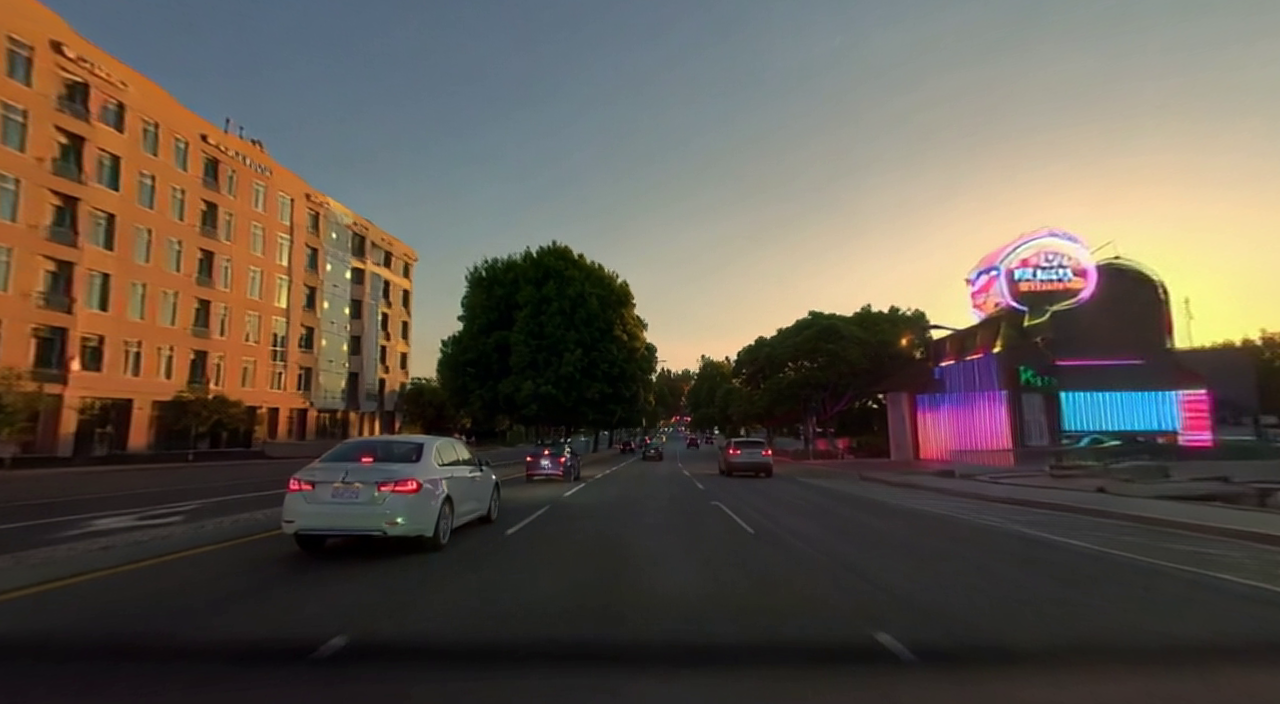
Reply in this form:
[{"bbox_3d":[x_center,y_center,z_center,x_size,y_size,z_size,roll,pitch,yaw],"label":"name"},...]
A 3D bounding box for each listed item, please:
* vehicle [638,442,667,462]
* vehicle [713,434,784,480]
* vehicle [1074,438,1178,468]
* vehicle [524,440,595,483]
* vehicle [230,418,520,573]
[{"bbox_3d":[1.009,7.835,49.677,2.164,1.477,3.988,0,-8,2],"label":"vehicle"},{"bbox_3d":[4.330,4.261,25.840,2.103,1.699,4.171,0,-8,0],"label":"vehicle"},{"bbox_3d":[29.729,6.194,38.680,4.667,1.674,1.767,-1,-9,11],"label":"vehicle"},{"bbox_3d":[-2.922,4.084,23.888,1.980,1.454,4.226,0,-8,2],"label":"vehicle"},{"bbox_3d":[-3.143,1.794,8.748,2.118,1.568,4.436,0,-8,-1],"label":"vehicle"}]
